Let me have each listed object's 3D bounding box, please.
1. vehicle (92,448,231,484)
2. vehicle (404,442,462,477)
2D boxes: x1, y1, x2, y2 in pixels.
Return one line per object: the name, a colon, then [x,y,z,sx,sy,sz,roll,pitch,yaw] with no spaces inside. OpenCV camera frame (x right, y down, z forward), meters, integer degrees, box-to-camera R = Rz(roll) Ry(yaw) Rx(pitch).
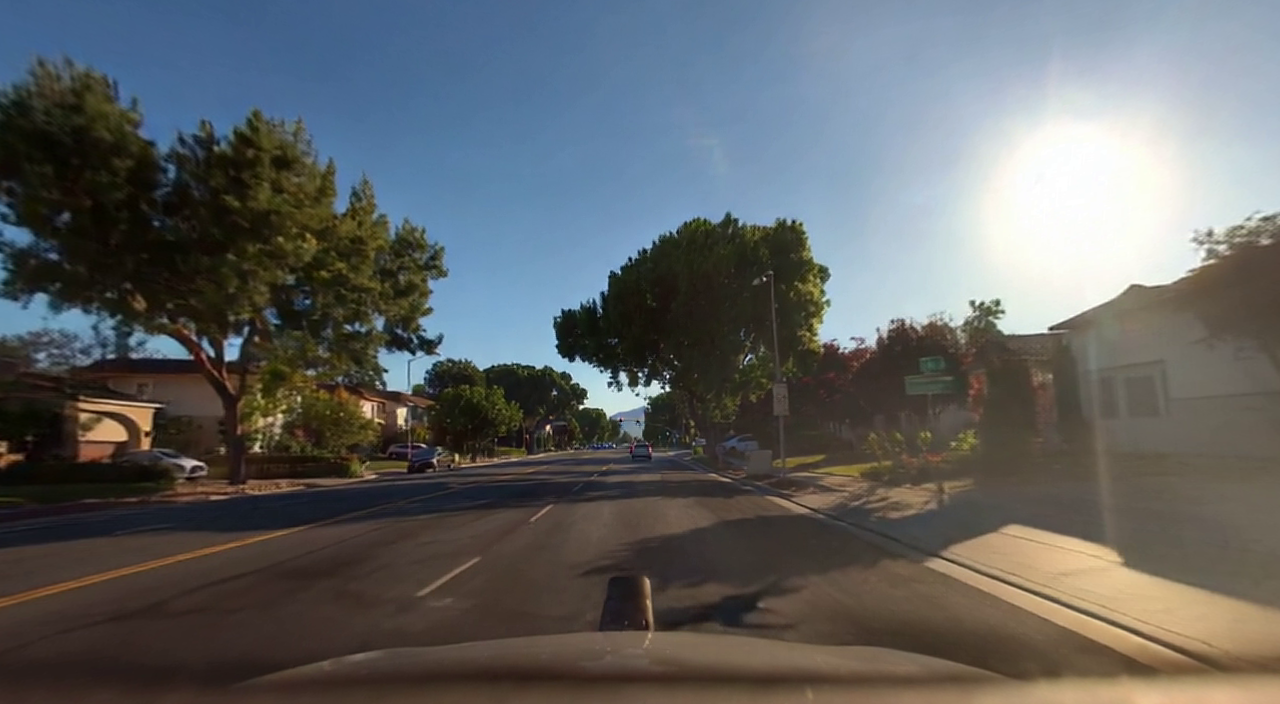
vehicle: [-22.861,5.441,30.297,4.791,1.564,2.125,0,-9,-5]
vehicle: [-14.226,7.383,43.704,2.337,1.850,5.448,-4,-6,-2]
